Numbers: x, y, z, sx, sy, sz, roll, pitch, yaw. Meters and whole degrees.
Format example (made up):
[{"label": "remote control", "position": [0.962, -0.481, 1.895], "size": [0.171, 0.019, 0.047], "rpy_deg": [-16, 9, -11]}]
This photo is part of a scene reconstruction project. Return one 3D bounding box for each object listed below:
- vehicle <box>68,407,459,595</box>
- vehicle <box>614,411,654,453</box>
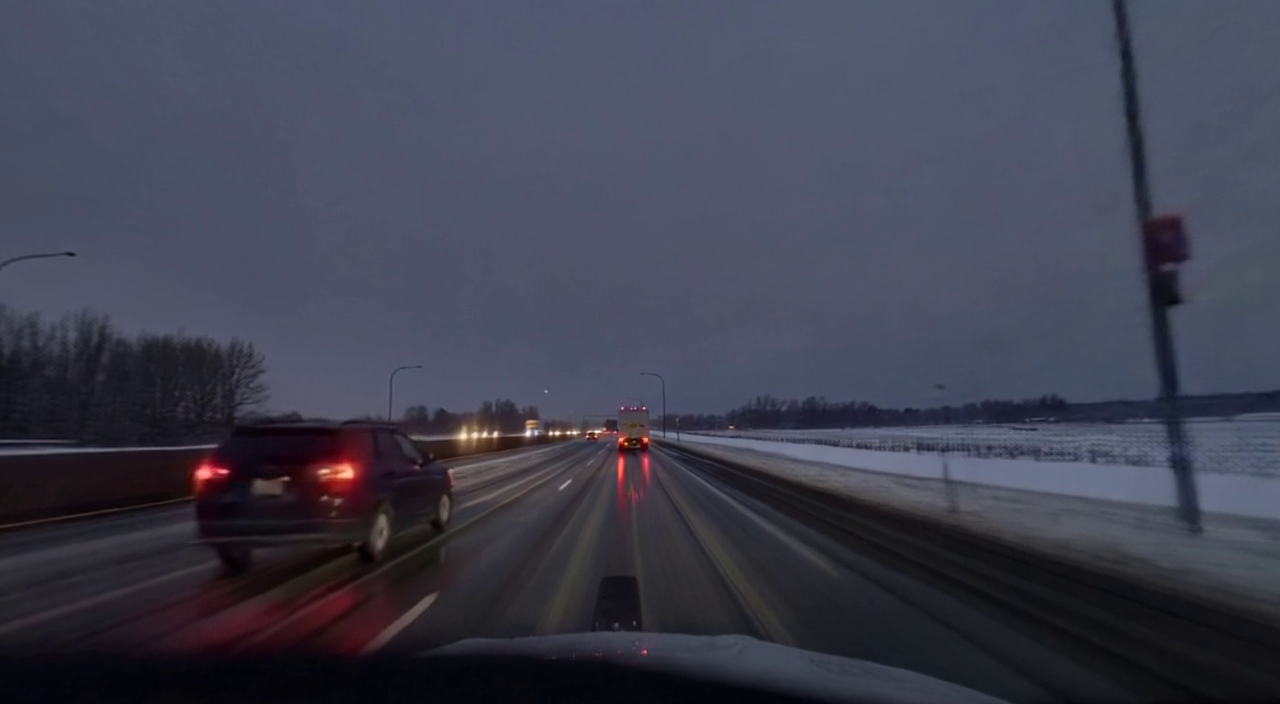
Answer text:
[{"label": "vehicle", "position": [-3.616, 1.470, 7.117], "size": [1.955, 1.508, 3.996], "rpy_deg": [0, -8, 0]}, {"label": "vehicle", "position": [-0.507, 5.560, 43.612], "size": [2.418, 2.704, 6.445], "rpy_deg": [0, -8, -4]}]
